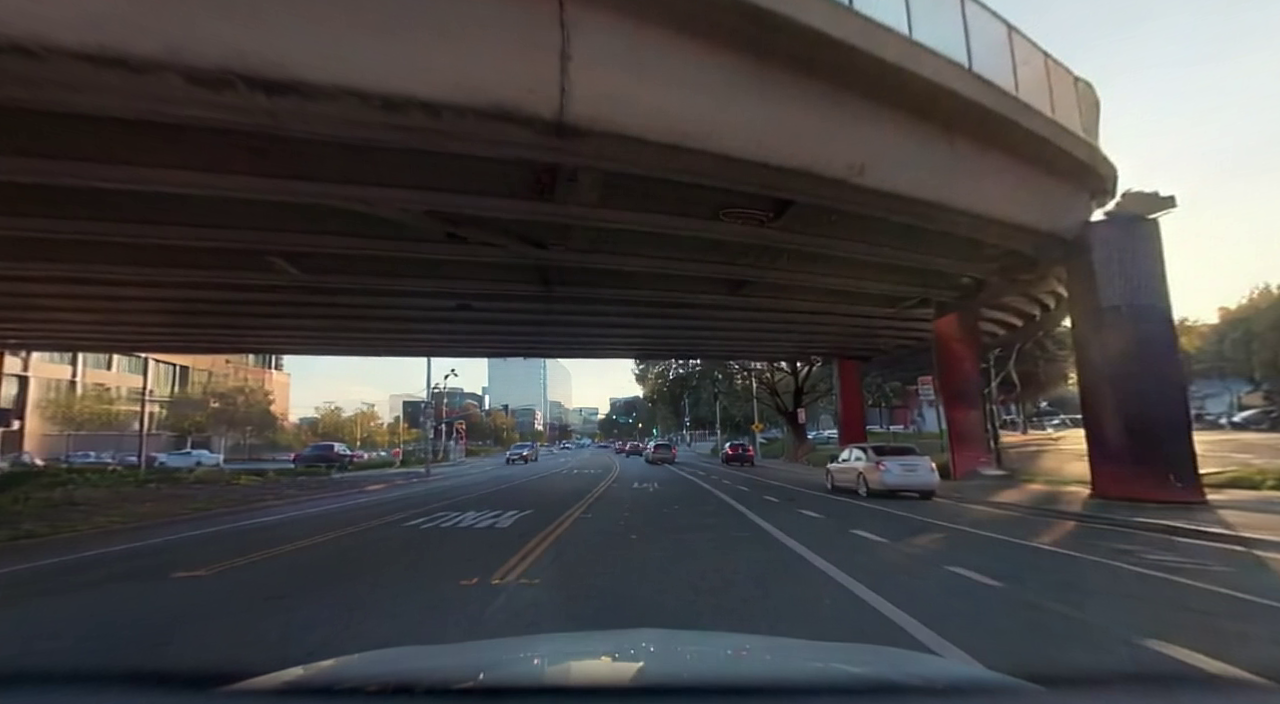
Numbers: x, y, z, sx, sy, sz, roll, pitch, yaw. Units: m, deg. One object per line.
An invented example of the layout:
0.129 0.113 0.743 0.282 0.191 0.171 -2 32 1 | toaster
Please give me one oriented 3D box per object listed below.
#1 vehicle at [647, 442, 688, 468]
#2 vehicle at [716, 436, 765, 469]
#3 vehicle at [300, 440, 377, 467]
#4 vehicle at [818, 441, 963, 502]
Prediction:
1.605 6.312 38.750 2.280 1.475 4.051 0 -8 -1 | vehicle
6.203 6.250 39.508 2.154 1.915 4.908 0 -9 -2 | vehicle
-20.741 6.975 43.511 4.335 1.772 1.927 1 -9 -5 | vehicle
6.629 3.197 17.348 2.035 1.435 4.481 0 -9 -2 | vehicle
